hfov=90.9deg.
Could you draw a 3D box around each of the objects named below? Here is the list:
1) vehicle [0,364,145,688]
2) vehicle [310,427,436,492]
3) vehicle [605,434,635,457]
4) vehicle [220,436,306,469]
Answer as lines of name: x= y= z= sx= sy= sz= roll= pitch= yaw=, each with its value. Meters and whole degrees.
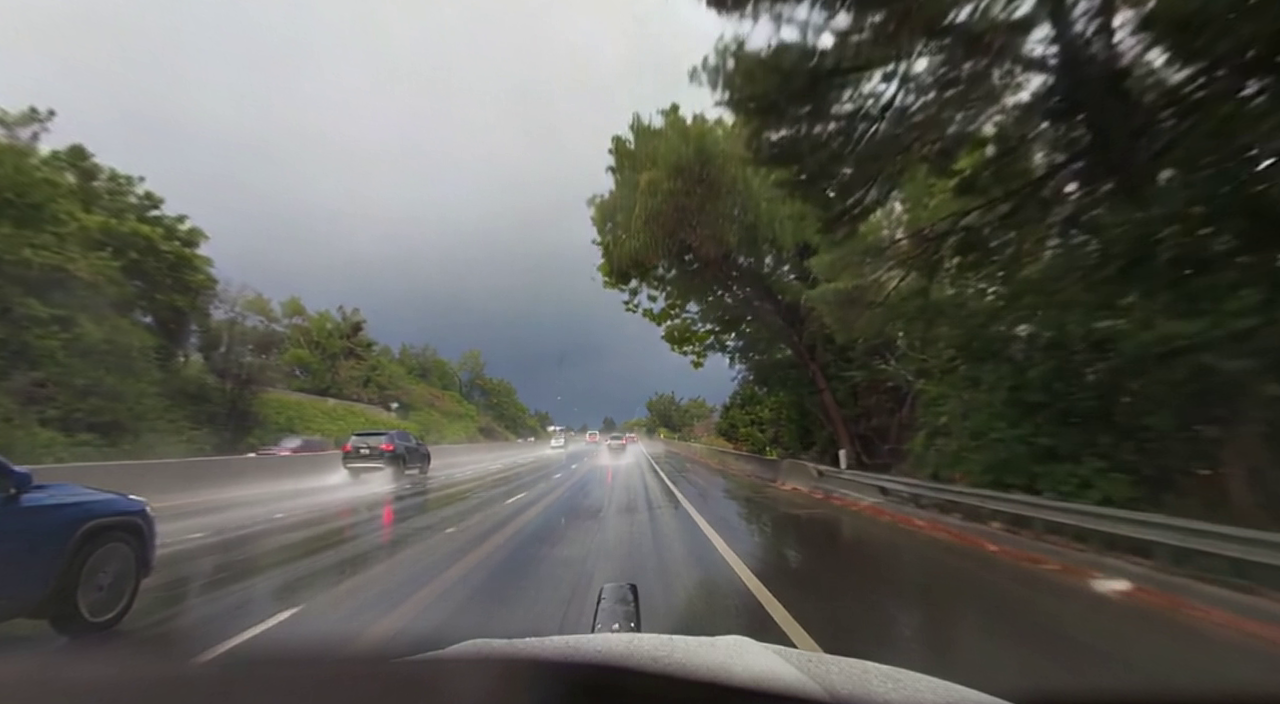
vehicle: x=-4.498 y=0.760 z=2.019 sx=2.069 sy=1.748 sz=4.652 roll=0 pitch=-8 yaw=-1
vehicle: x=-7.987 y=3.231 z=19.396 sx=1.964 sy=1.745 sz=4.338 roll=0 pitch=-8 yaw=0
vehicle: x=-1.477 y=7.072 z=47.770 sx=2.178 sy=1.658 sz=3.916 roll=0 pitch=-8 yaw=-1
vehicle: x=-17.971 y=4.765 z=30.236 sx=1.753 sy=1.481 sz=3.929 roll=0 pitch=-8 yaw=-1
